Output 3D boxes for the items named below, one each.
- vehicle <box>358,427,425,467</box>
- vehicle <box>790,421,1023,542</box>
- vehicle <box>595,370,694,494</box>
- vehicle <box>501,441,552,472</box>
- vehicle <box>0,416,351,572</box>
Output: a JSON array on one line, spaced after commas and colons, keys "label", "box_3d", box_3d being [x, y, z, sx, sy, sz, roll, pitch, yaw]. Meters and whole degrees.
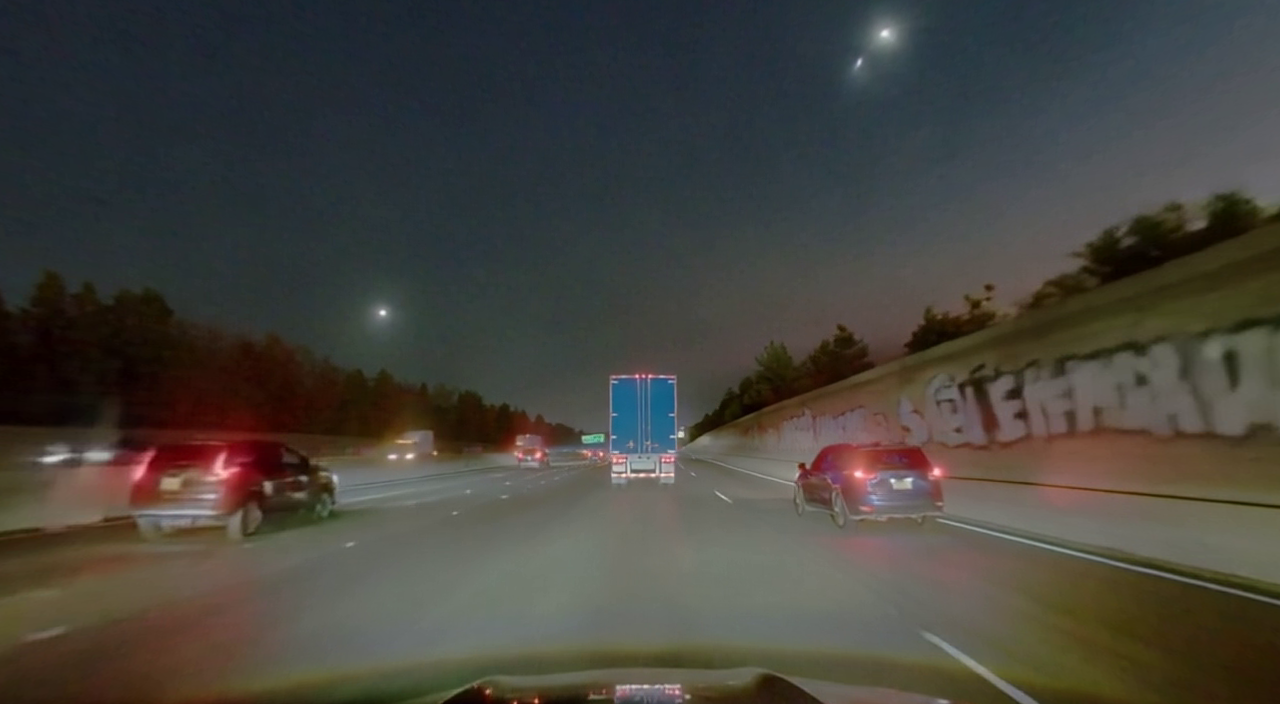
[{"label": "vehicle", "box_3d": [-17.406, 6.738, 44.595, 2.179, 2.650, 5.861, 0, -9, 1]}, {"label": "vehicle", "box_3d": [4.314, 2.185, 11.214, 2.205, 1.689, 4.403, 0, -9, 0]}, {"label": "vehicle", "box_3d": [0.134, 3.111, 23.656, 2.915, 3.661, 9.741, 0, -9, 0]}, {"label": "vehicle", "box_3d": [-6.268, 5.841, 35.326, 2.005, 1.607, 4.042, 0, -9, 2]}, {"label": "vehicle", "box_3d": [-6.525, 1.909, 9.271, 2.134, 1.662, 4.851, 0, -9, 1]}]
